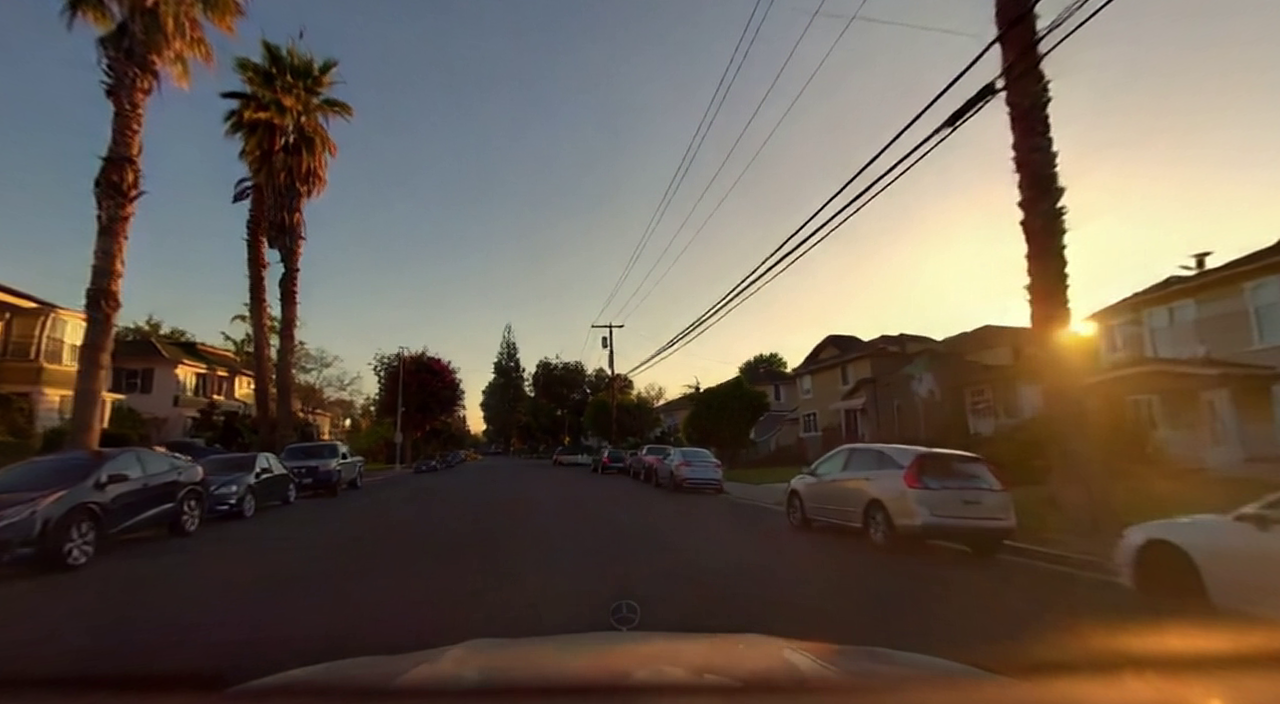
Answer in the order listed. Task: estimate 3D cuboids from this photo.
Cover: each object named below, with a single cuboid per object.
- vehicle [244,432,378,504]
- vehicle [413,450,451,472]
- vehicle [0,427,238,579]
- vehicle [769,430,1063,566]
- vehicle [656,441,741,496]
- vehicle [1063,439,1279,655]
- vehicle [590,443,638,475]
[{"bbox_3d":[-10.237,3.637,20.304,2.300,1.943,5.744,2,-9,-12],"label":"vehicle"},{"bbox_3d":[-15.366,8.053,46.847,2.013,1.483,4.645,2,-9,-10],"label":"vehicle"},{"bbox_3d":[-7.958,2.048,9.388,1.919,1.678,4.385,-1,-7,-13],"label":"vehicle"},{"bbox_3d":[3.937,2.145,10.105,1.943,1.623,4.471,2,-9,-13],"label":"vehicle"},{"bbox_3d":[1.907,4.000,22.004,1.894,1.675,4.294,2,-9,-9],"label":"vehicle"},{"bbox_3d":[5.302,1.256,3.891,1.786,1.437,4.448,2,-9,-10],"label":"vehicle"},{"bbox_3d":[-1.651,6.521,38.677,2.115,1.826,4.871,2,-9,-12],"label":"vehicle"}]
